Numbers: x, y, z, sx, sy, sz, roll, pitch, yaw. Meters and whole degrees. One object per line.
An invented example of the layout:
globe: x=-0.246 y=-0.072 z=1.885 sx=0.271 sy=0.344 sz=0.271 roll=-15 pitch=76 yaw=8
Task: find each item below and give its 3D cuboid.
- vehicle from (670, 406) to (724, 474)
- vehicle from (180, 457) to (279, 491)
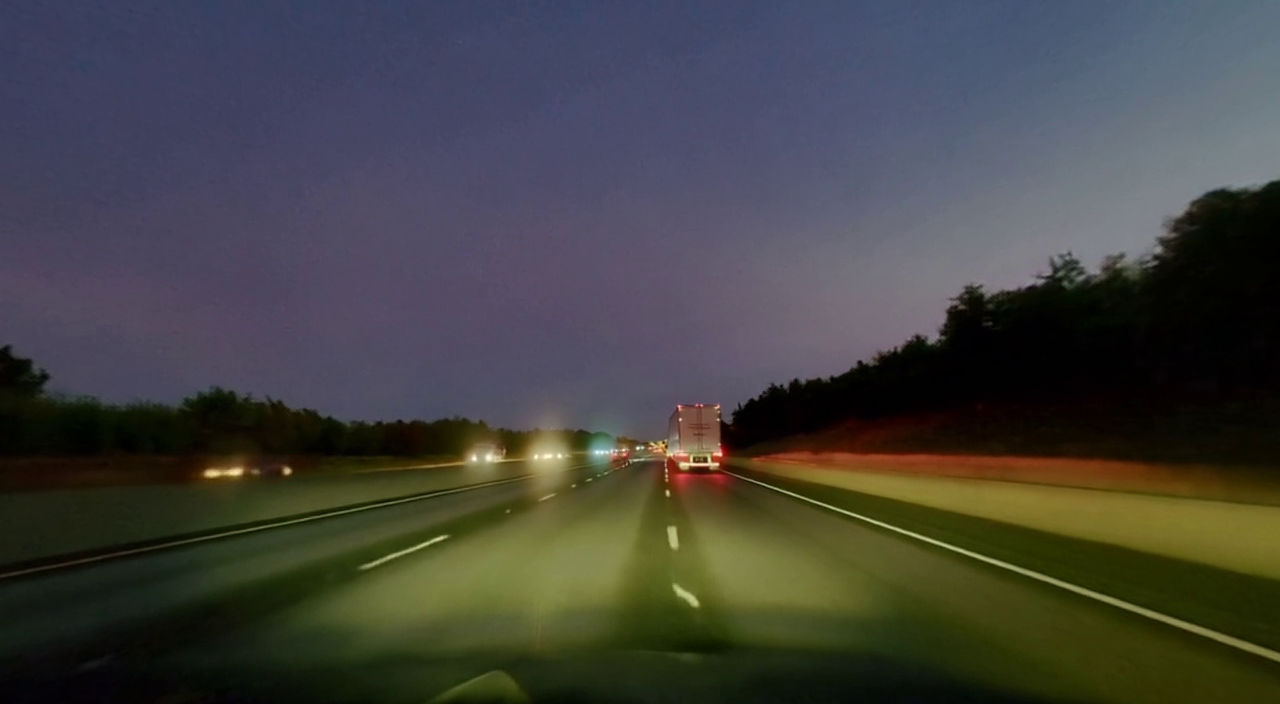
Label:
vehicle: x=3.720 y=6.359 z=44.651 sx=2.901 sy=4.032 sz=14.338 roll=0 pitch=-9 yaw=2
vehicle: x=-19.650 y=5.817 z=30.424 sx=1.802 sy=1.455 sz=4.193 roll=0 pitch=-9 yaw=2
